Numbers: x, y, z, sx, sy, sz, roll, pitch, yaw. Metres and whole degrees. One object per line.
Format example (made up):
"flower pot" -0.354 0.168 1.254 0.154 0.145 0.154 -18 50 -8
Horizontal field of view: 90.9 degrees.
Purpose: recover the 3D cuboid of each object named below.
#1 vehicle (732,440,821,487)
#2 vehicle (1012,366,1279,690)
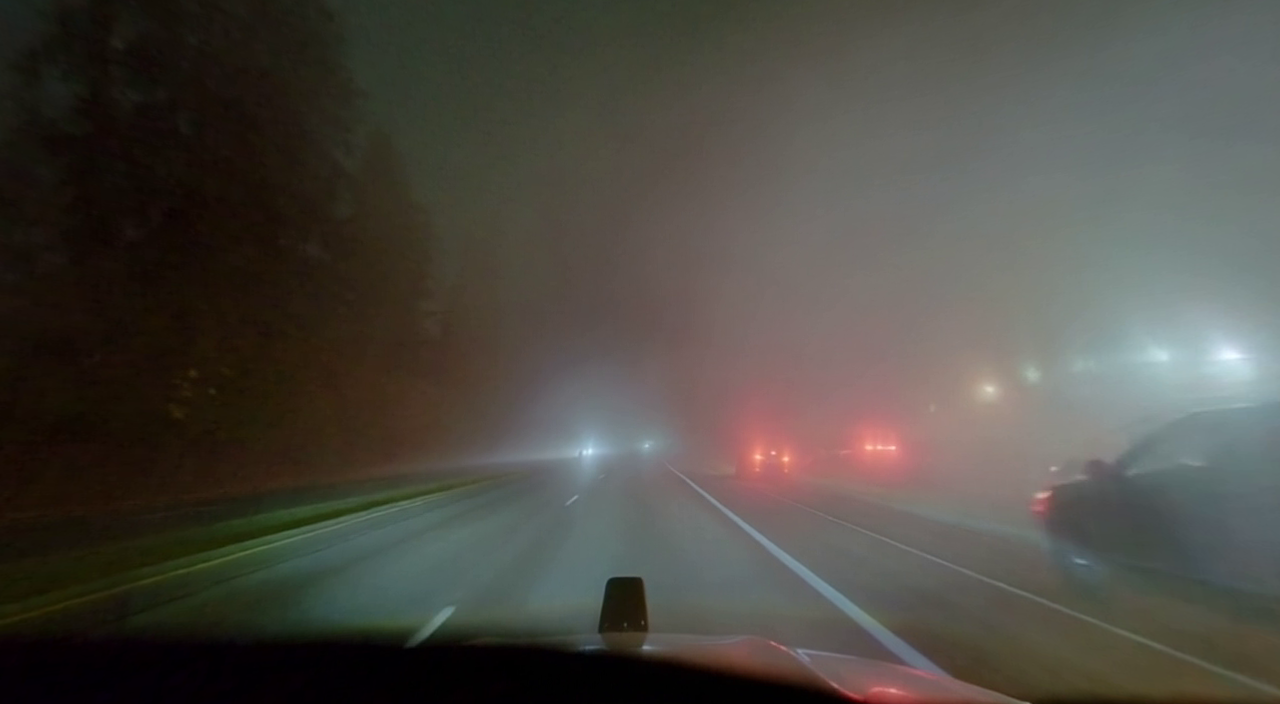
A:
"vehicle" 4.710 3.916 22.571 2.184 1.496 4.615 0 -8 0
"vehicle" 4.551 0.926 3.267 2.205 1.728 4.855 0 -8 -1
